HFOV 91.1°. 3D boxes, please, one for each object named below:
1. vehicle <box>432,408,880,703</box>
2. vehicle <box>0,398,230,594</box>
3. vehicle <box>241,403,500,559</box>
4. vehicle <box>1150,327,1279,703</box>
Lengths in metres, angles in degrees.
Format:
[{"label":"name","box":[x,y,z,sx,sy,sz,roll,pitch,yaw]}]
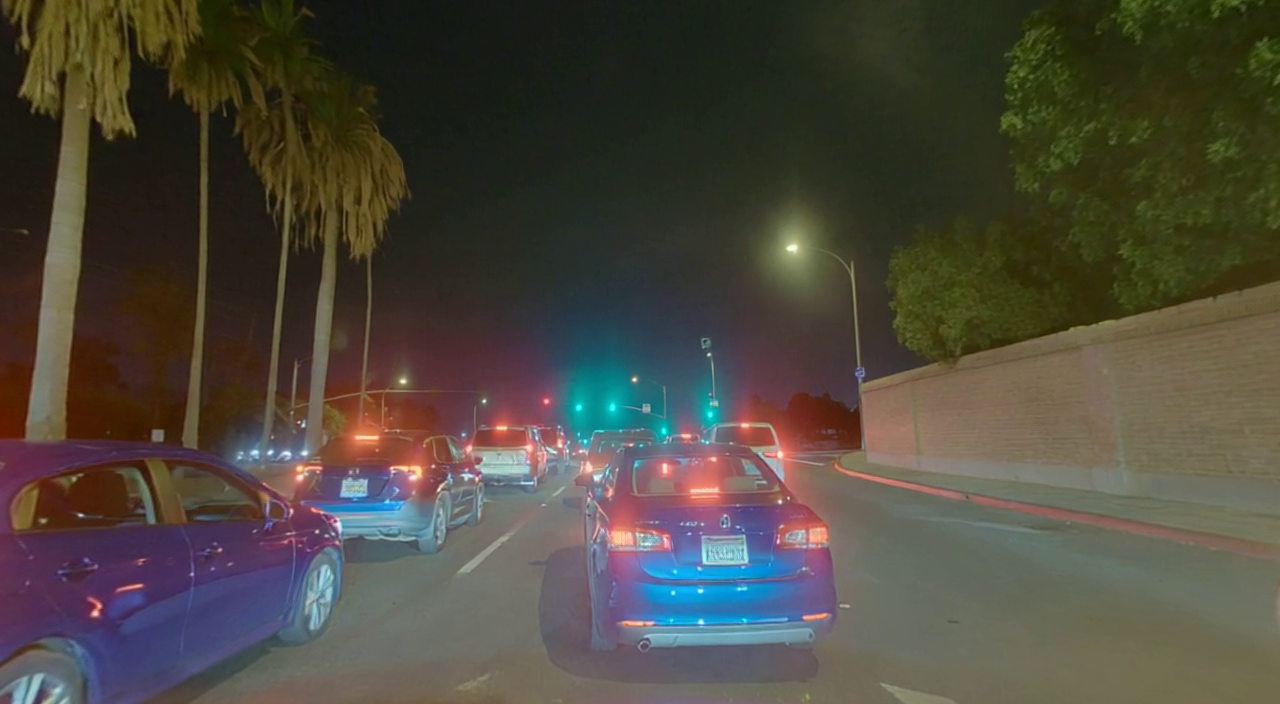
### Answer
[{"label":"vehicle","box":[0.034,1.331,5.195,2.128,1.473,4.272,0,-8,-1]},{"label":"vehicle","box":[-6.682,1.401,6.380,1.963,1.721,4.662,0,-8,-2]},{"label":"vehicle","box":[-3.524,1.772,9.264,2.055,1.746,4.136,0,-8,-2]},{"label":"vehicle","box":[2.892,0.521,0.346,2.112,1.717,4.432,-2,-9,11]}]
